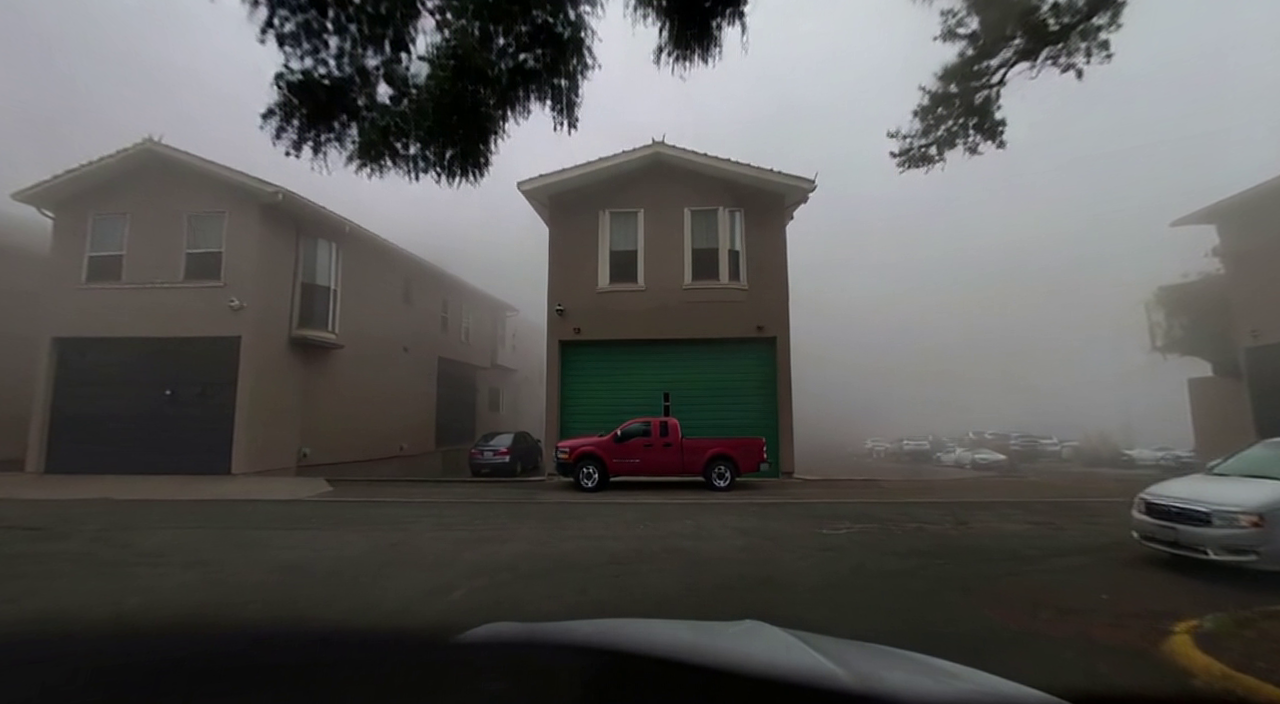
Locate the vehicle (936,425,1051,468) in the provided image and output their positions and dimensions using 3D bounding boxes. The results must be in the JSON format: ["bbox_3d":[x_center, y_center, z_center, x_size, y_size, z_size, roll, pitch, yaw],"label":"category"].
[{"bbox_3d":[15.004,4.046,26.954,3.770,1.496,1.951,4,-10,1],"label":"vehicle"}]

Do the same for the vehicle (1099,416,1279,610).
[{"bbox_3d":[7.562,1.504,6.550,4.074,1.617,2.112,-1,-5,-7],"label":"vehicle"}]

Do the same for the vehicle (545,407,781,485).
[{"bbox_3d":[0.543,2.397,16.178,5.600,1.835,2.161,0,-8,-1],"label":"vehicle"}]

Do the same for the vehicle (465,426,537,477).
[{"bbox_3d":[-5.261,3.769,24.406,1.869,1.460,3.826,-3,-3,0],"label":"vehicle"}]
